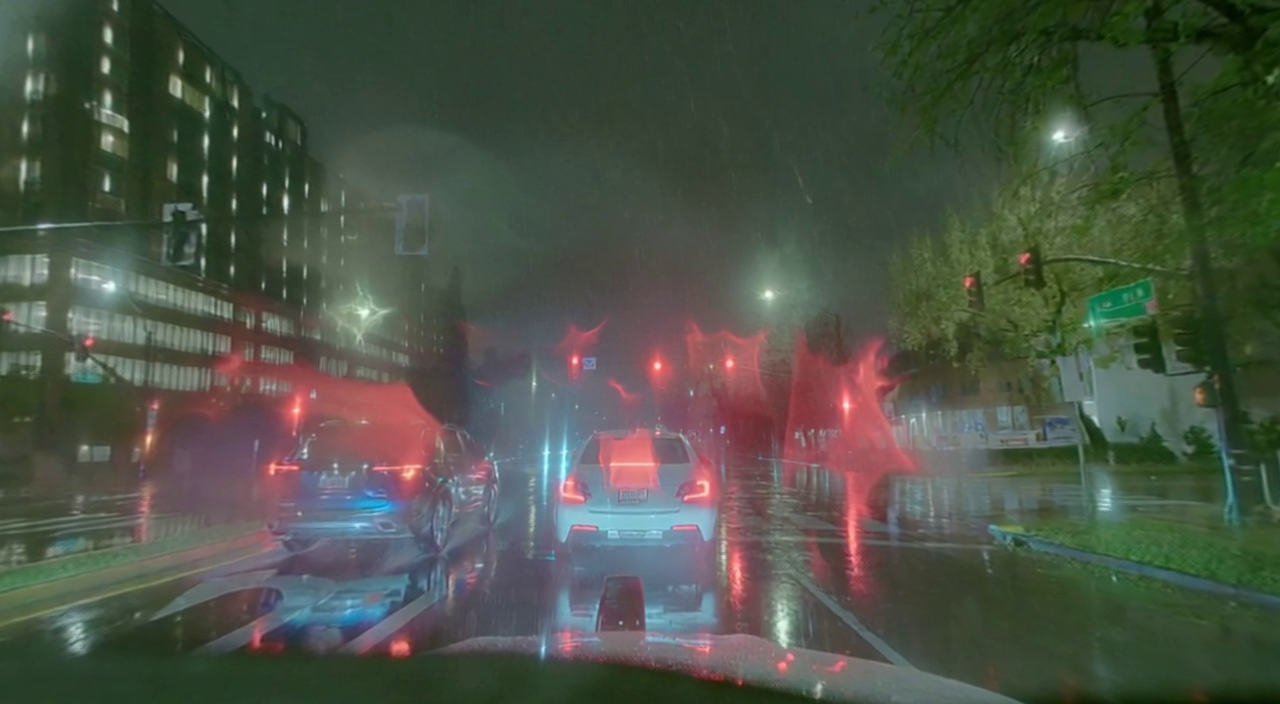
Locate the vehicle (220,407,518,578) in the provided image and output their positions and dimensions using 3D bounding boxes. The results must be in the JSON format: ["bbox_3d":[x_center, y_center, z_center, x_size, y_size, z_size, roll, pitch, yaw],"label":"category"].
[{"bbox_3d":[-3.185,1.753,8.698,2.081,1.719,4.434,0,-8,0],"label":"vehicle"}]

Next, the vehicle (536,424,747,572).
[{"bbox_3d":[0.017,1.811,8.554,2.190,1.522,3.850,0,-8,0],"label":"vehicle"}]
